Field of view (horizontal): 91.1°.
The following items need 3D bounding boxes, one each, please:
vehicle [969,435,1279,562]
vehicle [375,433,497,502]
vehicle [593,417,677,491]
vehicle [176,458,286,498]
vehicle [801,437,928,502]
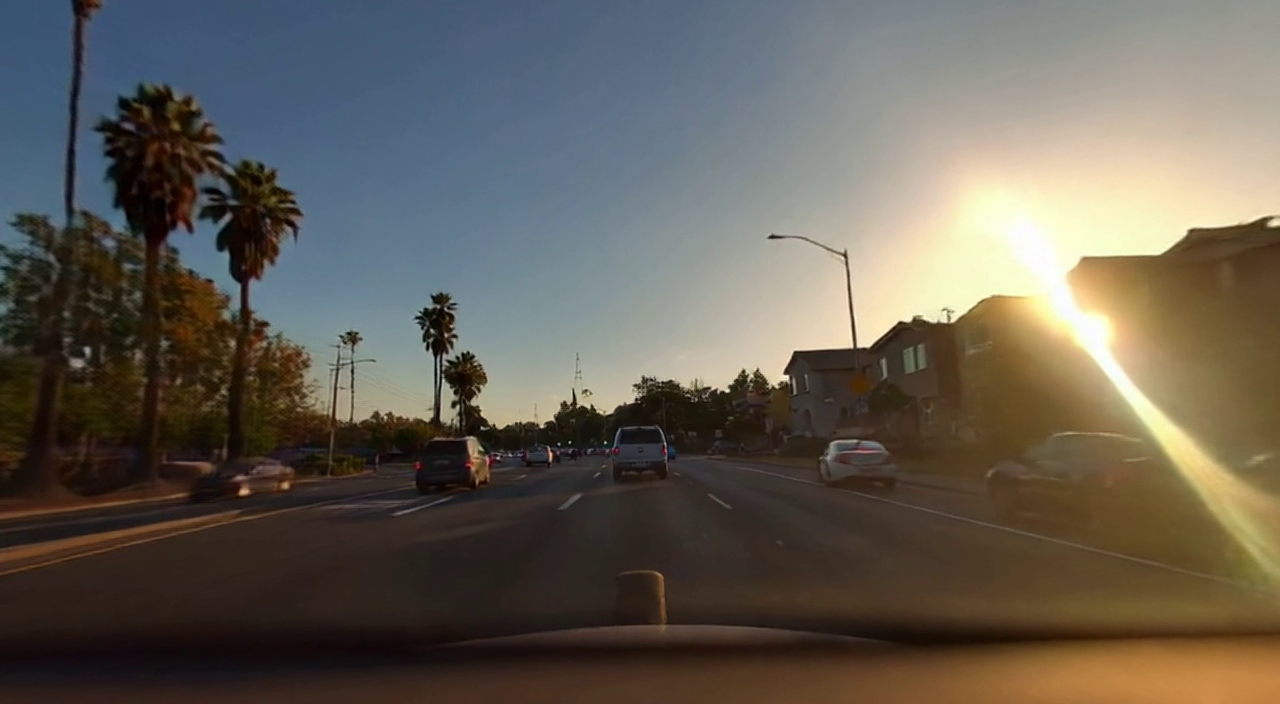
[{"bbox_3d":[7.071,1.993,9.439,1.871,1.434,4.437,0,-8,0],"label":"vehicle"},{"bbox_3d":[-5.578,3.226,17.945,2.235,1.682,4.662,1,-9,-4],"label":"vehicle"},{"bbox_3d":[-0.350,3.487,21.780,2.507,2.161,6.049,1,-9,-4],"label":"vehicle"},{"bbox_3d":[-17.913,5.508,27.811,1.994,1.524,4.698,1,-9,-4],"label":"vehicle"},{"bbox_3d":[5.571,2.957,16.330,2.178,1.411,4.732,-1,-9,8],"label":"vehicle"}]
